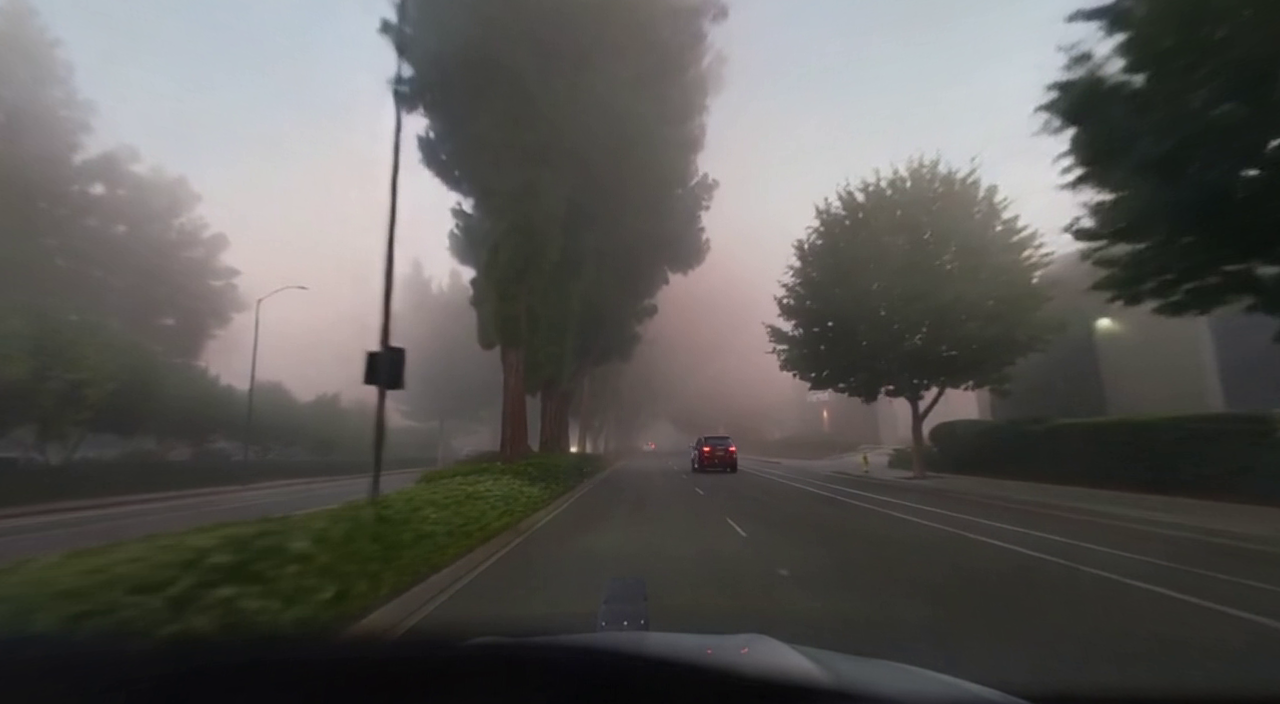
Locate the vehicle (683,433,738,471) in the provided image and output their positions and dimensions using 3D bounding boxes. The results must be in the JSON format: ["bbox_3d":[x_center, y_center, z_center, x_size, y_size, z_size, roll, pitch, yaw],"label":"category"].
[{"bbox_3d":[3.464,5.001,31.724,2.143,1.759,4.378,0,-8,-1],"label":"vehicle"}]
